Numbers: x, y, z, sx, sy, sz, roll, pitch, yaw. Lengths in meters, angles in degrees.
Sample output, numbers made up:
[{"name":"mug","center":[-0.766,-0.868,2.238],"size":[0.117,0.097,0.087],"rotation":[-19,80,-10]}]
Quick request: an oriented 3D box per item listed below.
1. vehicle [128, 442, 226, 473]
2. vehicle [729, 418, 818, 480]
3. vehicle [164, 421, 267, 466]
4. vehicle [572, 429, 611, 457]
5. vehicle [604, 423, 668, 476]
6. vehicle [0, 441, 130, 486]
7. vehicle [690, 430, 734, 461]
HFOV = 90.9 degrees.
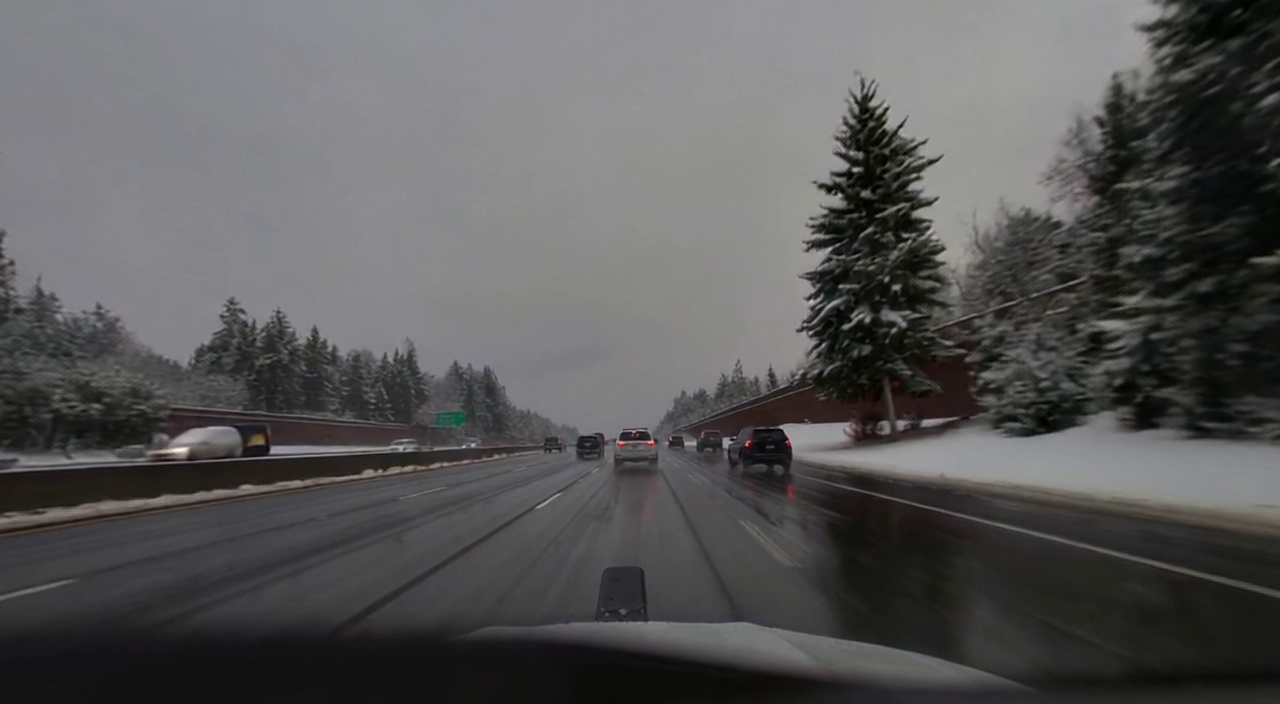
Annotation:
[{"name":"vehicle","center":[-25.247,5.739,34.615],"size":[1.894,1.567,4.472],"rotation":[0,-8,0]},{"name":"vehicle","center":[4.321,3.246,21.171],"size":[2.017,1.847,4.299],"rotation":[0,-8,-1]},{"name":"vehicle","center":[-32.257,7.025,48.364],"size":[2.747,3.186,7.228],"rotation":[0,-8,1]},{"name":"vehicle","center":[-3.441,6.658,46.198],"size":[2.274,1.896,5.571],"rotation":[0,-8,2]},{"name":"vehicle","center":[-0.122,3.706,24.086],"size":[2.233,1.804,4.273],"rotation":[0,-8,0]},{"name":"vehicle","center":[-21.754,4.106,23.508],"size":[1.861,1.507,4.264],"rotation":[0,-8,1]},{"name":"vehicle","center":[3.995,5.280,35.583],"size":[2.001,1.651,3.916],"rotation":[0,-8,0]}]
